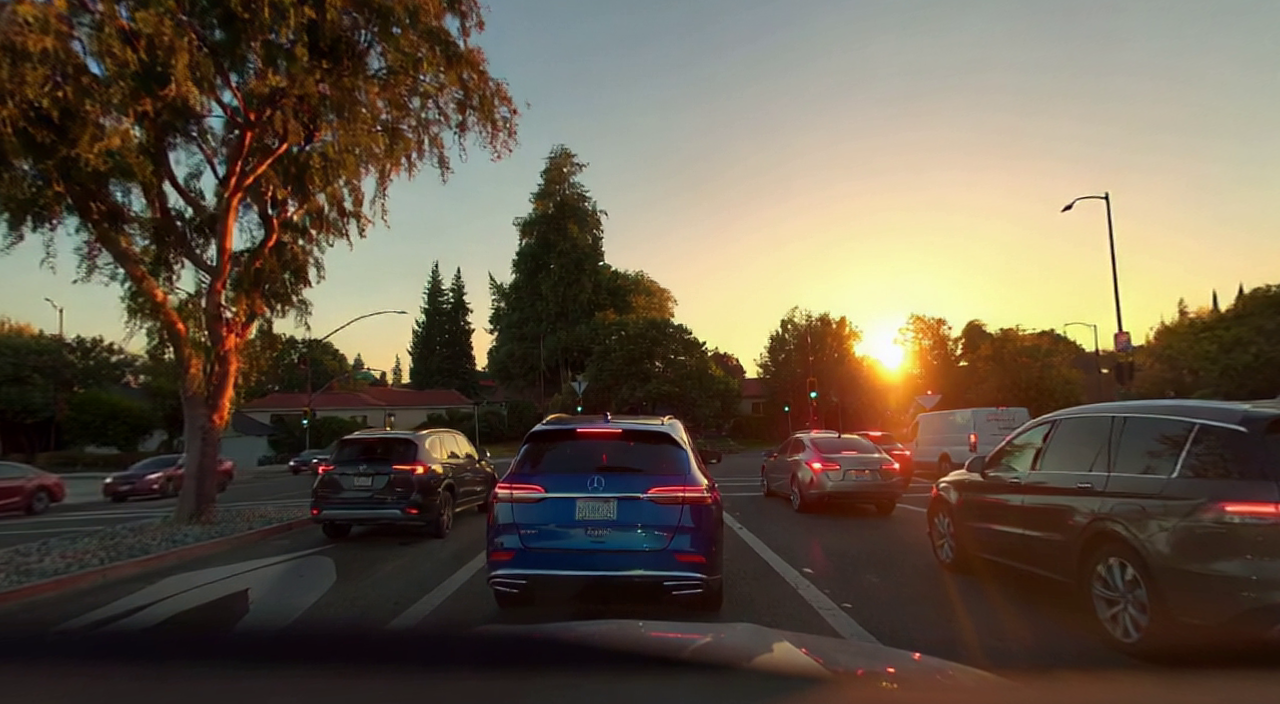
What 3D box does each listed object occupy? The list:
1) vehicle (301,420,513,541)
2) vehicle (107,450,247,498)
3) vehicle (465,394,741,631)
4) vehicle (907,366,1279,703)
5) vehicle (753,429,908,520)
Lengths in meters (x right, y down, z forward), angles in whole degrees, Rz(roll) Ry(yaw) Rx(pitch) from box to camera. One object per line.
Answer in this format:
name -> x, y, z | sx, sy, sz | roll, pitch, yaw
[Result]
vehicle -> -3.759, 2.148, 11.172 | 2.012, 1.701, 4.316 | 0, -8, 1
vehicle -> -15.741, 4.133, 21.728 | 1.774, 1.468, 3.863 | 0, -8, 1
vehicle -> -0.152, 1.470, 6.727 | 2.022, 1.700, 4.084 | 0, -8, 4
vehicle -> 4.156, 1.264, 5.389 | 2.014, 1.740, 4.515 | 0, -8, 4
vehicle -> 3.677, 2.428, 12.968 | 1.847, 1.554, 3.885 | 0, -8, -2
